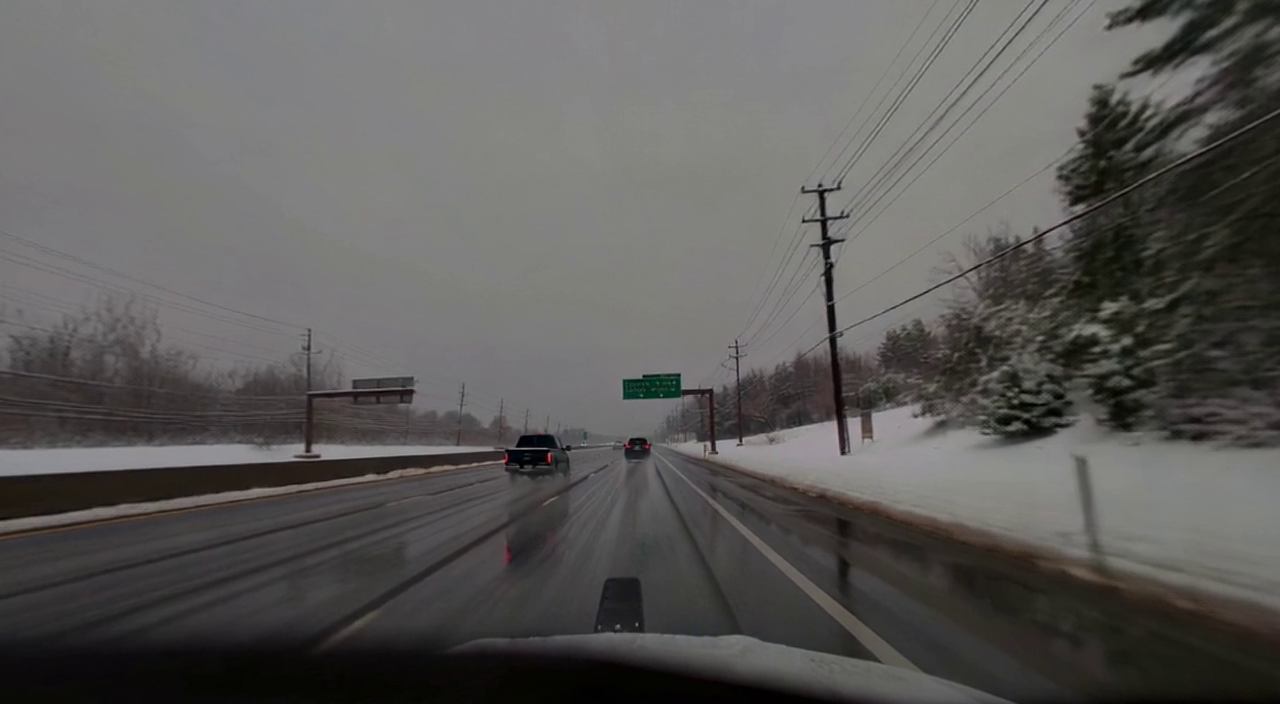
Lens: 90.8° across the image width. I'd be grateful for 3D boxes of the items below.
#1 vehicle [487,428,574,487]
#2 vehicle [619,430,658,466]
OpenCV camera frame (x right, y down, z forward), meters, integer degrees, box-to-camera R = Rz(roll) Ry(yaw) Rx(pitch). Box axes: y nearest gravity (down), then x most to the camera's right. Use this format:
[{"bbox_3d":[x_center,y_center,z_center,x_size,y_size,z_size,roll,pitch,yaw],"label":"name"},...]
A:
[{"bbox_3d":[-3.723,3.722,22.621,2.204,1.812,5.289,0,-8,0],"label":"vehicle"},{"bbox_3d":[-0.132,6.246,41.093,2.358,2.144,4.713,0,-8,-1],"label":"vehicle"}]
